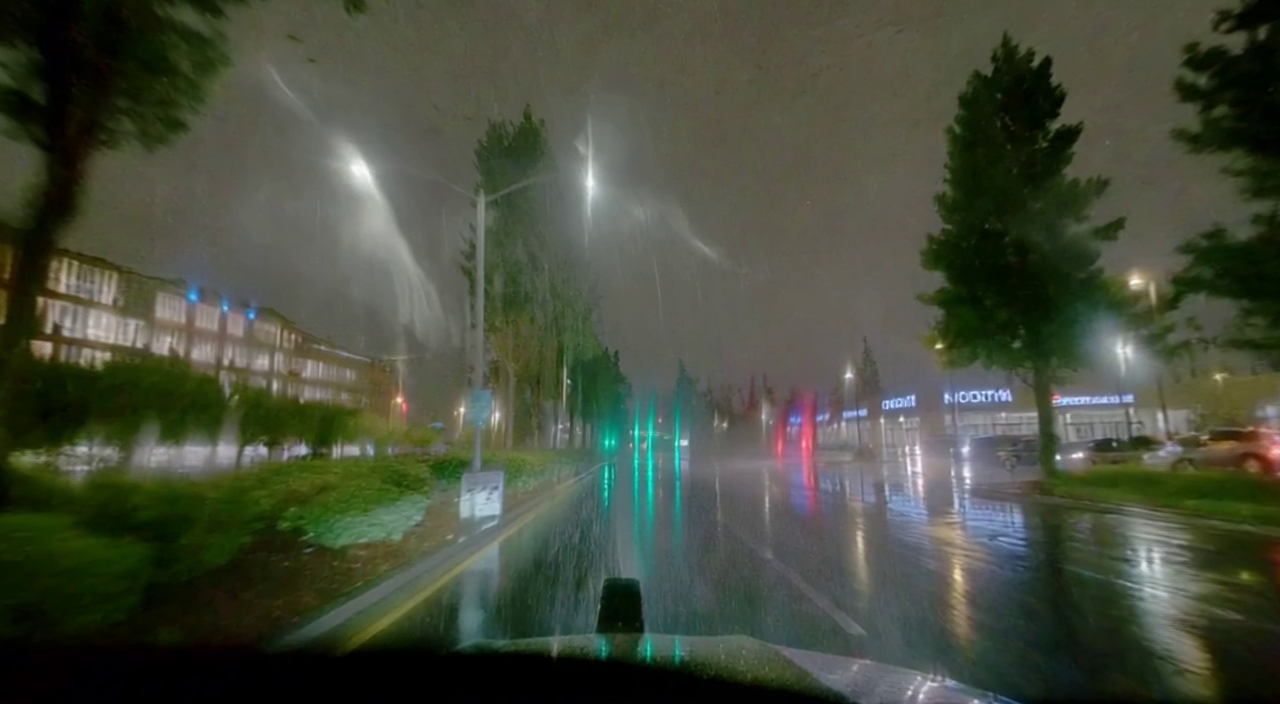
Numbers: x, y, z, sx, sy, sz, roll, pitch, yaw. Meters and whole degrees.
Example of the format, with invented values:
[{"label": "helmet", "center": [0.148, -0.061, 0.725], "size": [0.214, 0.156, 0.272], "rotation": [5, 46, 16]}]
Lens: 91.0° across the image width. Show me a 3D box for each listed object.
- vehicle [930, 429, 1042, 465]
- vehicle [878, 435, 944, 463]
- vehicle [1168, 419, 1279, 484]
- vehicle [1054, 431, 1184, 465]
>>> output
[{"label": "vehicle", "center": [19.256, 5.317, 35.375], "size": [2.151, 1.838, 5.534], "rotation": [3, -9, -15]}, {"label": "vehicle", "center": [19.307, 6.974, 45.161], "size": [2.179, 1.767, 5.837], "rotation": [-2, -9, 0]}, {"label": "vehicle", "center": [18.960, 2.924, 18.580], "size": [2.266, 1.794, 4.985], "rotation": [1, -8, -2]}, {"label": "vehicle", "center": [24.781, 4.986, 32.783], "size": [2.007, 1.611, 4.847], "rotation": [5, -10, -29]}]
